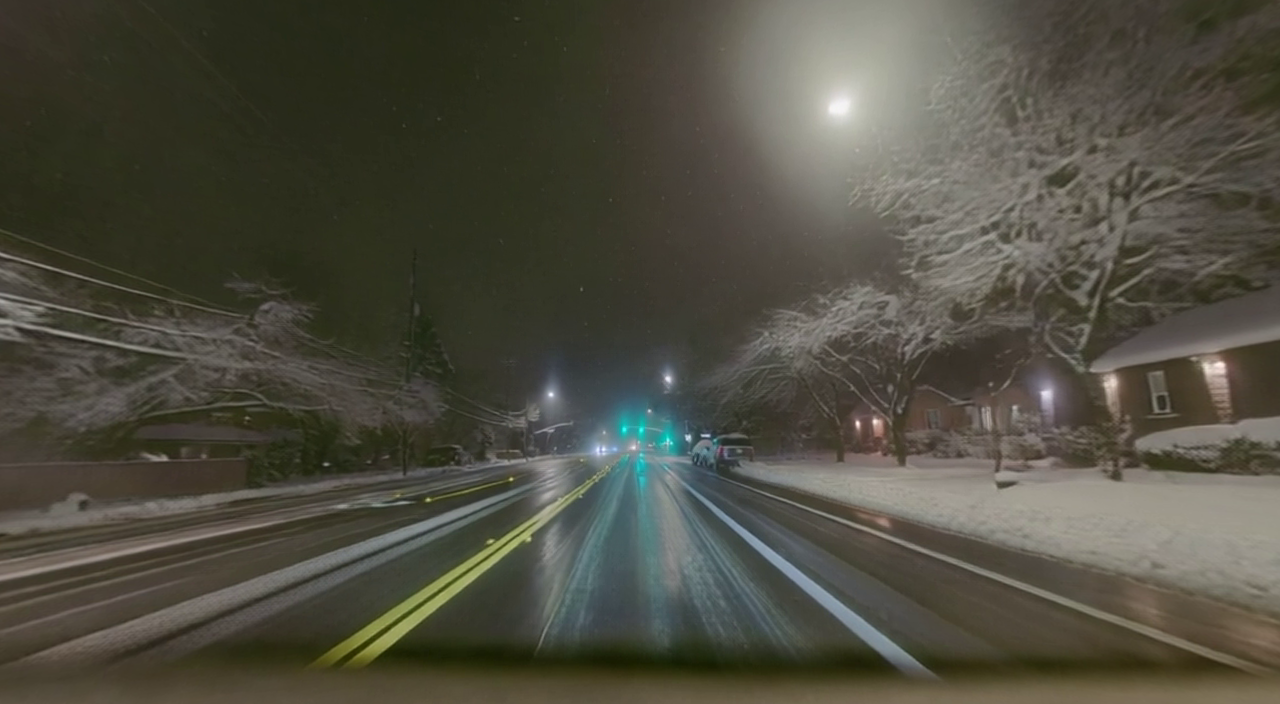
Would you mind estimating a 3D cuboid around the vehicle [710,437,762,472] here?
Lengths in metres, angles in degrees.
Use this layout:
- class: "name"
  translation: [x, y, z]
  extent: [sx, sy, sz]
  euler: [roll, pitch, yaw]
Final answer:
- class: "vehicle"
  translation: [5.298, 5.774, 35.525]
  extent: [2.160, 1.800, 4.646]
  euler: [0, -9, -1]
